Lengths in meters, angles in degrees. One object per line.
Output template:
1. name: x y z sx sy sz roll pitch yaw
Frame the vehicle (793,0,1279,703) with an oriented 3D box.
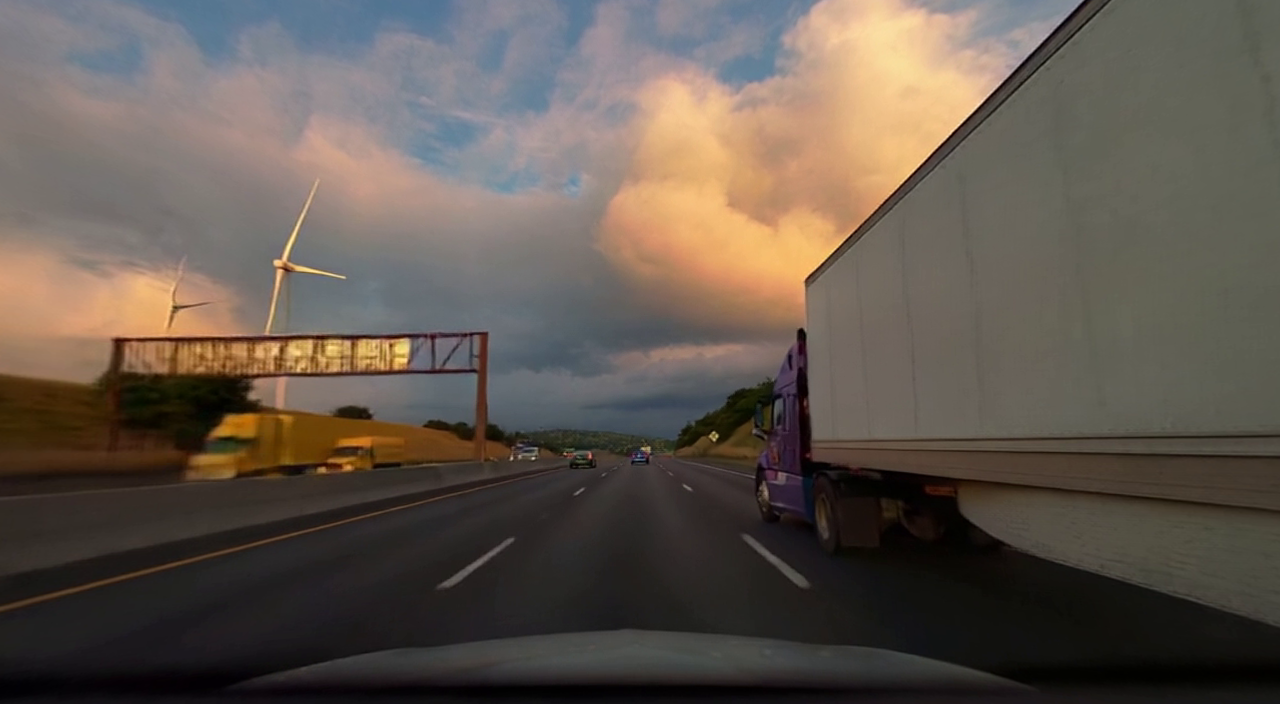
1. vehicle: 3.800 -0.288 2.386 2.947 3.989 13.568 0 -9 0

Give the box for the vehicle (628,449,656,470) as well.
1. vehicle: 0.130 7.825 46.285 1.931 1.453 3.695 0 -9 0

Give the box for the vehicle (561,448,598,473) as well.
1. vehicle: -3.907 7.078 41.385 1.952 1.521 4.095 0 -9 1

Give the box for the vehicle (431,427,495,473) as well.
1. vehicle: -11.852 6.651 42.876 2.445 2.805 6.838 0 -9 -1

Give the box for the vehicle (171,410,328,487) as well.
1. vehicle: -19.641 4.962 32.530 2.983 3.448 7.709 0 -9 1
